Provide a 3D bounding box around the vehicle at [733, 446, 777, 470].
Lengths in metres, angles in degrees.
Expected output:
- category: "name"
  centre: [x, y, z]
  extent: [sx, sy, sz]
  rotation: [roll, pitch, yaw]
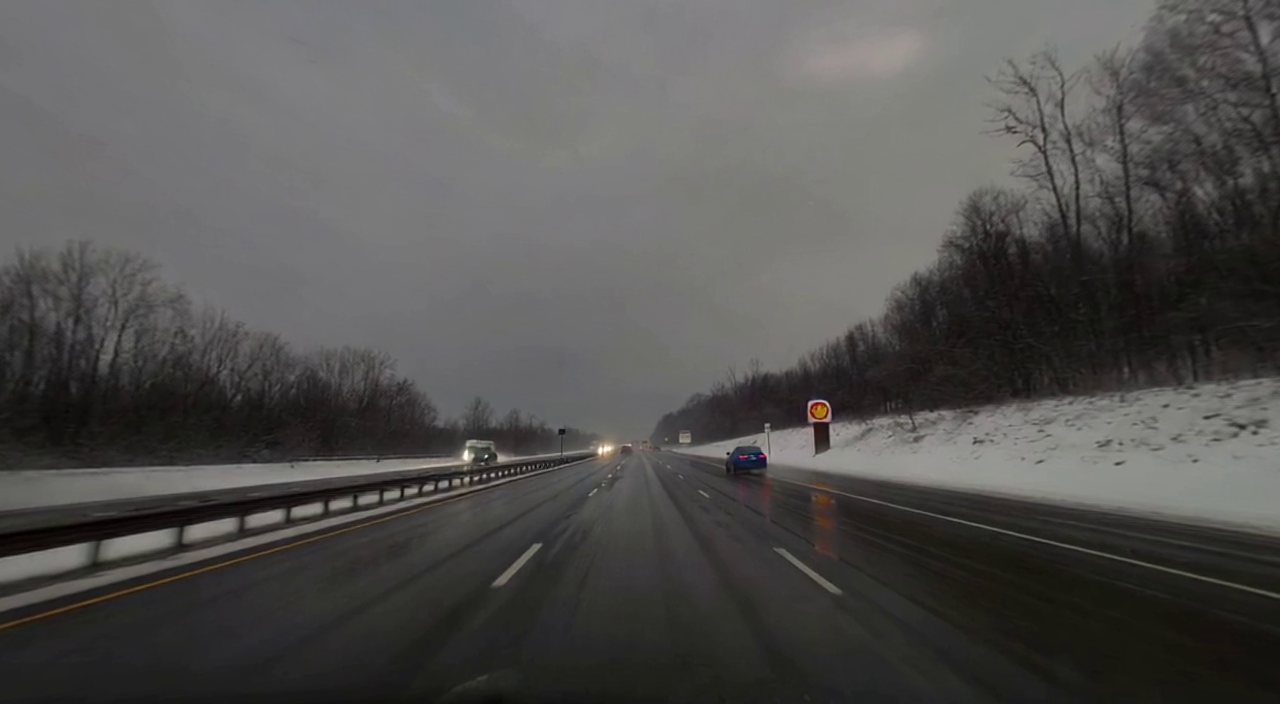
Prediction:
- category: "vehicle"
  centre: [7.466, 6.917, 41.336]
  extent: [1.967, 1.472, 3.751]
  rotation: [0, -9, -3]
